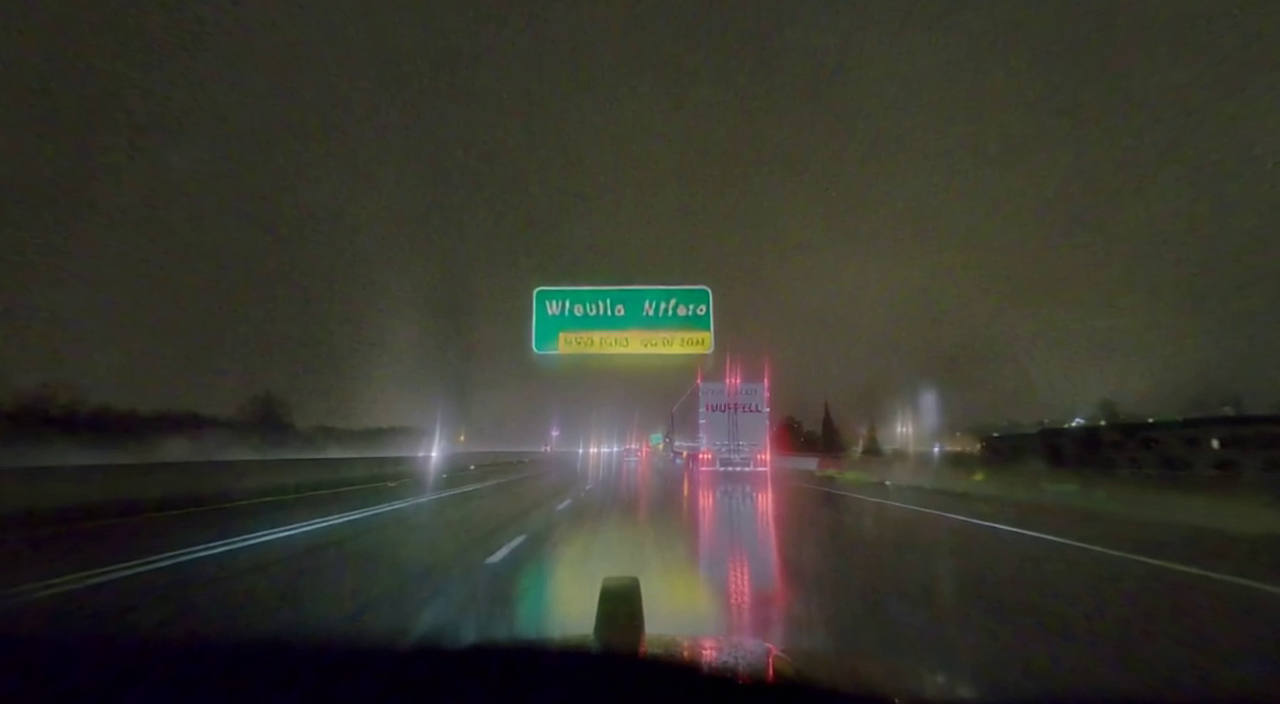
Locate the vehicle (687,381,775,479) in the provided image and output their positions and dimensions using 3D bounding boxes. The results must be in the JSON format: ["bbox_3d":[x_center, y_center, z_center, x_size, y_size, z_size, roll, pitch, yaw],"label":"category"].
[{"bbox_3d":[4.076,3.904,30.269,2.869,4.013,8.610,0,-9,0],"label":"vehicle"}]
